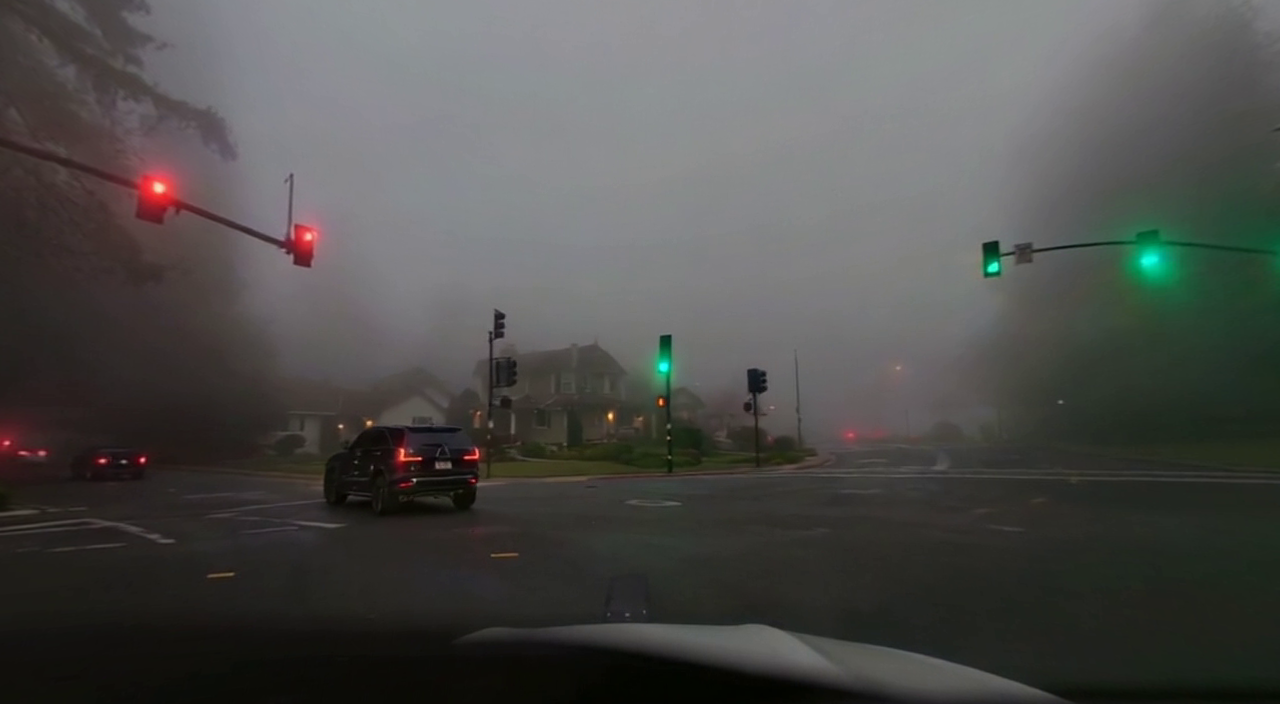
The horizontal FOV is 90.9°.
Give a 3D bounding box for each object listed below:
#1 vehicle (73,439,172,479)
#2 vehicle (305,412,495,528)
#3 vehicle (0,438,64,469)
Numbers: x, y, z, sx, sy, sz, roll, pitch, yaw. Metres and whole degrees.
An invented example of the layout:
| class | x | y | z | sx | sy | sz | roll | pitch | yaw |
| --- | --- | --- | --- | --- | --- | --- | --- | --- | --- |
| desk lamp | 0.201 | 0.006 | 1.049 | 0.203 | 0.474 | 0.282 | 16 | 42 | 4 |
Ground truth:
| class | x | y | z | sx | sy | sz | roll | pitch | yaw |
| --- | --- | --- | --- | --- | --- | --- | --- | --- | --- |
| vehicle | -20.979 | 4.275 | 25.497 | 4.558 | 1.433 | 1.983 | -6 | -9 | 37 |
| vehicle | -4.982 | 2.215 | 12.654 | 2.141 | 1.833 | 4.704 | 5 | -9 | -38 |
| vehicle | -32.578 | 5.367 | 33.602 | 3.759 | 1.520 | 1.854 | -6 | -9 | 35 |
